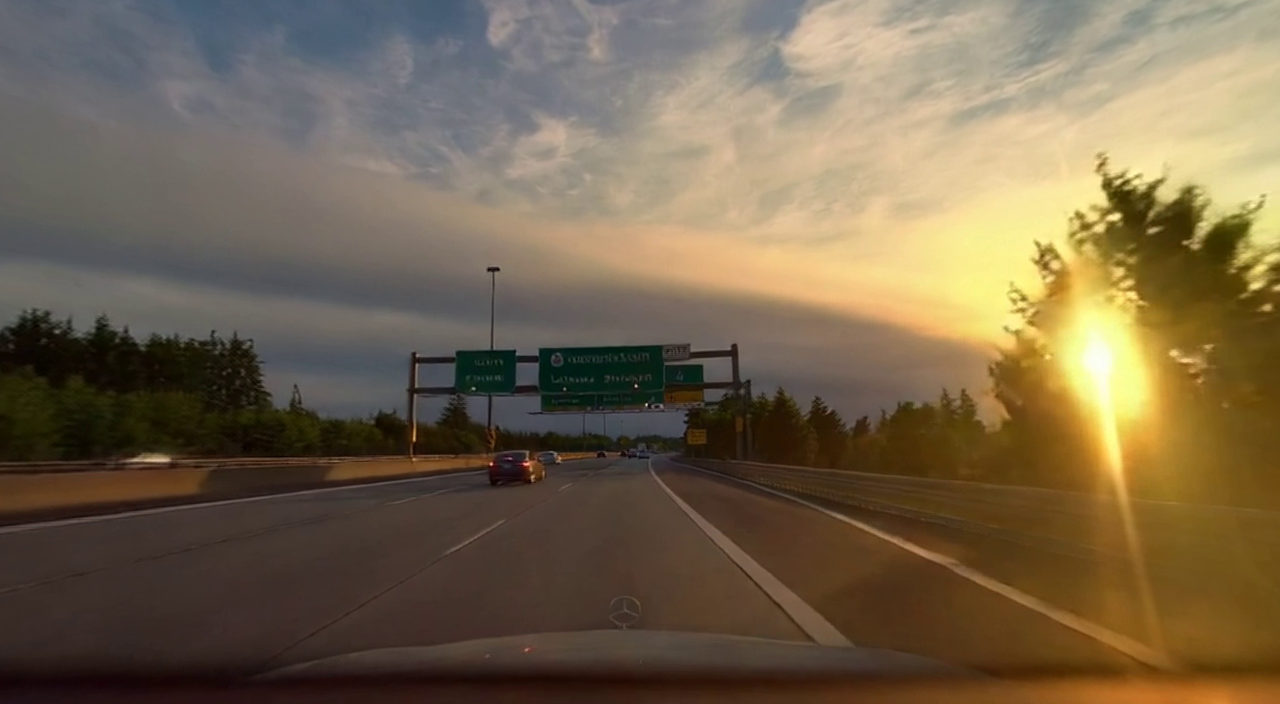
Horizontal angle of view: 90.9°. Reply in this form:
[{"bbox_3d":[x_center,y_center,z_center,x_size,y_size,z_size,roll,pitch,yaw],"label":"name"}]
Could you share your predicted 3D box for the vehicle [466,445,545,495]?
[{"bbox_3d":[-4.723,4.198,22.771,1.875,1.587,4.687,-1,-9,-1],"label":"vehicle"}]
